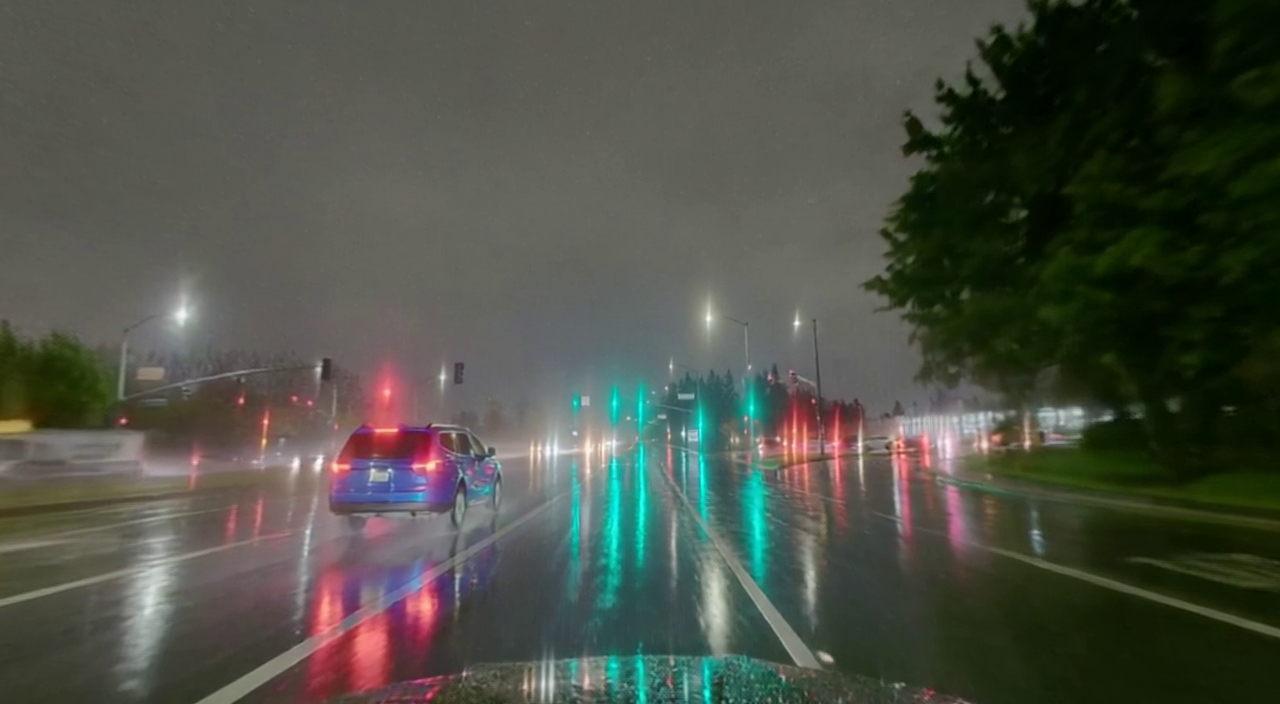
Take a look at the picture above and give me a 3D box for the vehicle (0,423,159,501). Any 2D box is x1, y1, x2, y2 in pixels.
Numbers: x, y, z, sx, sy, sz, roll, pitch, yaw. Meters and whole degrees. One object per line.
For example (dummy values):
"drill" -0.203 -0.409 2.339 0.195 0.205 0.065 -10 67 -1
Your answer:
"vehicle" -21.528 3.998 23.339 2.406 2.509 5.940 0 -8 1

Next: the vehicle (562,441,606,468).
"vehicle" -3.182 5.904 36.423 2.023 1.483 4.143 0 -8 1

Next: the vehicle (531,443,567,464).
"vehicle" -6.662 7.467 46.397 1.933 1.477 4.119 0 -8 1

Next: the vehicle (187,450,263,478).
"vehicle" -28.424 7.667 43.179 1.945 1.741 4.644 0 -8 1

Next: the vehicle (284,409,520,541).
"vehicle" -3.807 2.080 11.297 2.178 1.826 4.933 0 -8 1

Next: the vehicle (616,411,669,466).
"vehicle" 0.222 5.366 38.724 2.993 3.051 6.692 0 -8 2
